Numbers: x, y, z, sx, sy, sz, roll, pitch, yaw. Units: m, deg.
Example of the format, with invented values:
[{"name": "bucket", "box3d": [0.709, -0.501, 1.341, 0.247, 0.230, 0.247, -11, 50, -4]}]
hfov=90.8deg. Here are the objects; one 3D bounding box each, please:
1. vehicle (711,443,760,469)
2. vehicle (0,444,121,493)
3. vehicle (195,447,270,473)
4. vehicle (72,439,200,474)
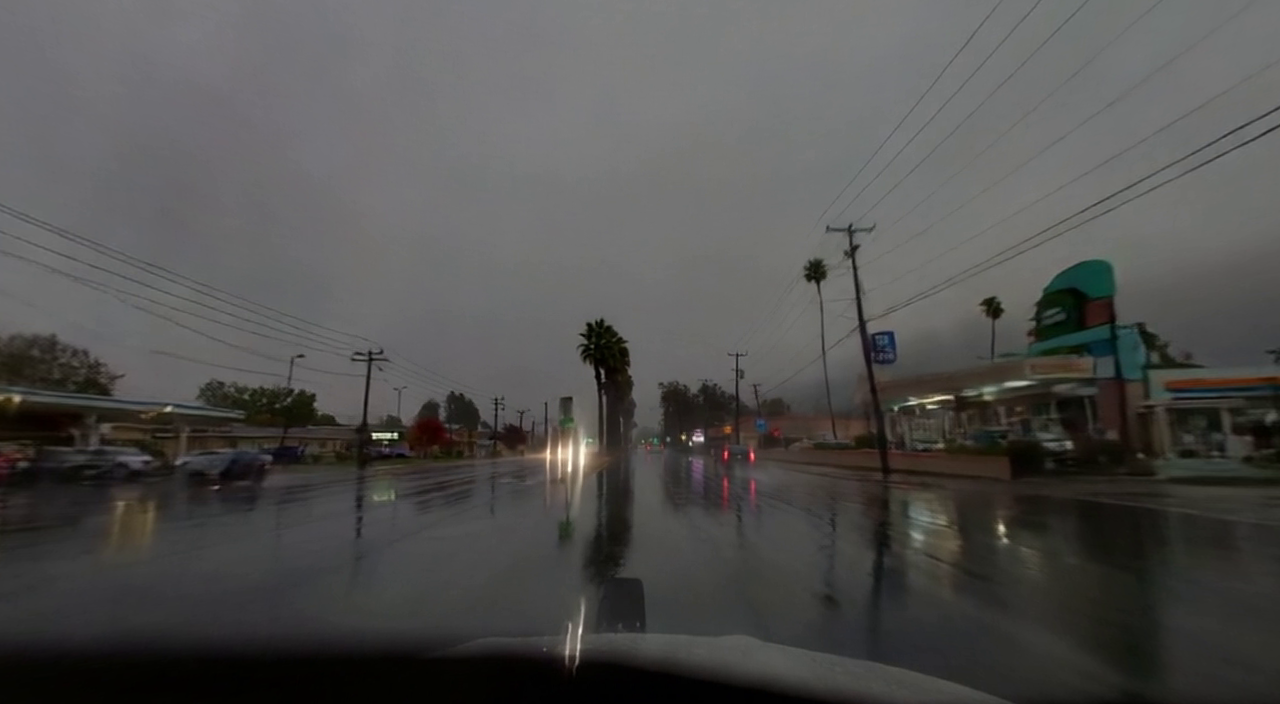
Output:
[{"name": "vehicle", "box3d": [5.943, 6.538, 39.920, 2.261, 1.479, 4.403, 0, -8, -2]}, {"name": "vehicle", "box3d": [-25.979, 5.012, 27.686, 2.056, 1.890, 5.063, 0, -8, 0]}, {"name": "vehicle", "box3d": [-27.863, 7.350, 43.365, 2.113, 1.684, 4.498, 0, -8, 0]}, {"name": "vehicle", "box3d": [-29.078, 6.010, 36.649, 5.561, 1.842, 2.131, 6, -10, -39]}]
